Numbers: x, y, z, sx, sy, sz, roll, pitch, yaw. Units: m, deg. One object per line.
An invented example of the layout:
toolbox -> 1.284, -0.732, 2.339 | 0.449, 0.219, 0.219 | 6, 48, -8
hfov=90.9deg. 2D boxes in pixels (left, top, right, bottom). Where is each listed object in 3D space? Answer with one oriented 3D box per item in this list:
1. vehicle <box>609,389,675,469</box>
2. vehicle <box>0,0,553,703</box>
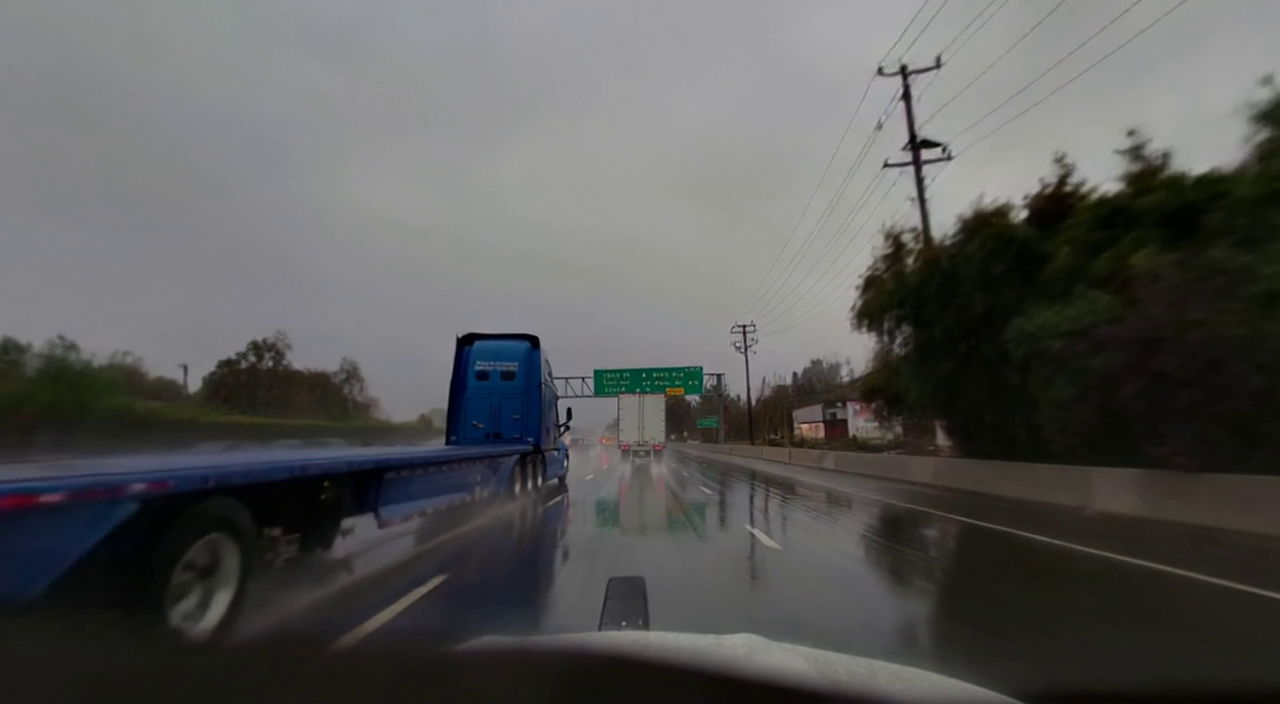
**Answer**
vehicle -> 0.081, 4.215, 33.496 | 2.941, 3.604, 9.851 | 0, -9, 0
vehicle -> -3.902, 0.596, 9.194 | 2.875, 4.083, 15.756 | 0, -9, 1
